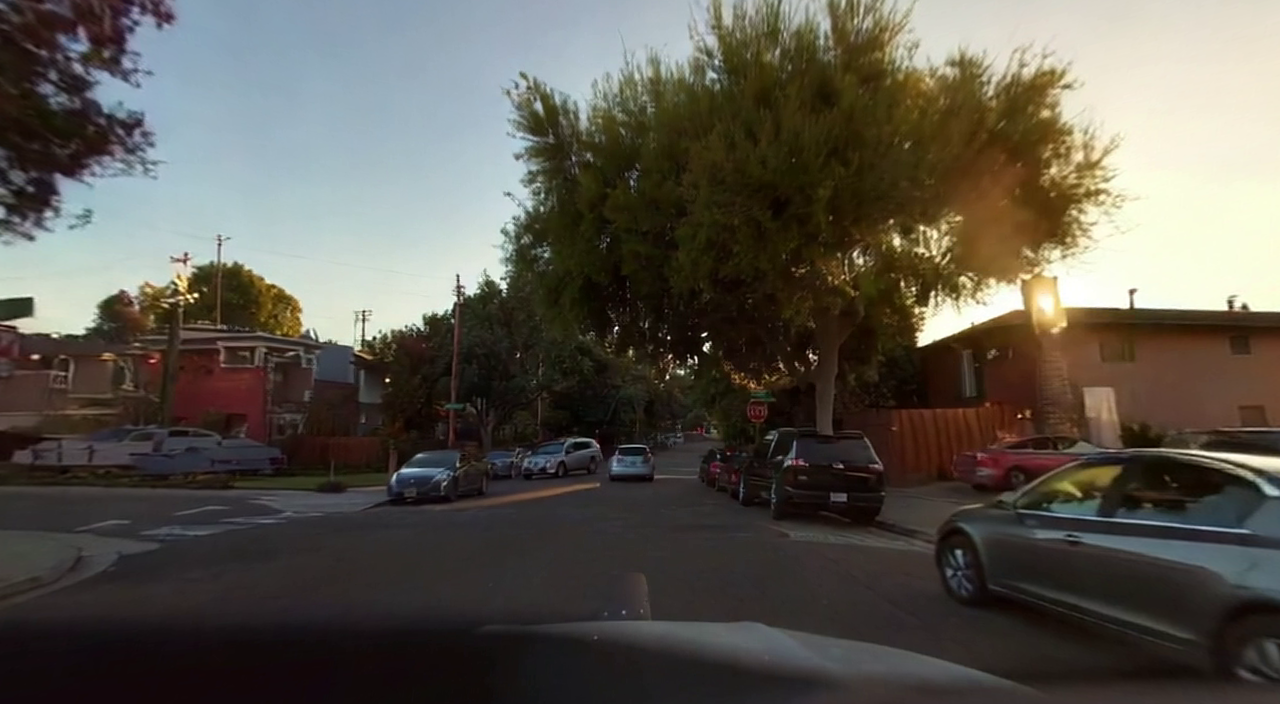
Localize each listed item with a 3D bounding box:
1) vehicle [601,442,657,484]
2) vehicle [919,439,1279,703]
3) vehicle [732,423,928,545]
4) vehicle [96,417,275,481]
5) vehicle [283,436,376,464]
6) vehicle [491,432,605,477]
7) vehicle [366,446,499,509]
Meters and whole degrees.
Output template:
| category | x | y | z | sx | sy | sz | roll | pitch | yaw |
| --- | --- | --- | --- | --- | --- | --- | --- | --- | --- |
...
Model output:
| category | x | y | z | sx | sy | sz | roll | pitch | yaw |
| --- | --- | --- | --- | --- | --- | --- | --- | --- | --- |
| vehicle | -0.464 | 4.311 | 24.676 | 2.010 | 1.499 | 4.107 | 0 | -9 | -2 |
| vehicle | 3.759 | 1.313 | 3.994 | 1.876 | 1.477 | 4.324 | 0 | -9 | -1 |
| vehicle | 3.238 | 2.324 | 11.831 | 2.144 | 1.751 | 4.472 | 2 | -8 | -2 |
| vehicle | -16.274 | 3.547 | 23.035 | 2.320 | 2.030 | 5.730 | 0 | -9 | -1 |
| vehicle | -24.132 | 7.621 | 48.960 | 6.027 | 1.893 | 2.282 | 2 | -8 | -1 |
| vehicle | -5.264 | 5.757 | 35.445 | 6.249 | 2.319 | 2.772 | -7 | -11 | 37 |
| vehicle | -5.378 | 3.296 | 17.058 | 1.999 | 1.441 | 4.628 | 0 | -9 | 1 |
